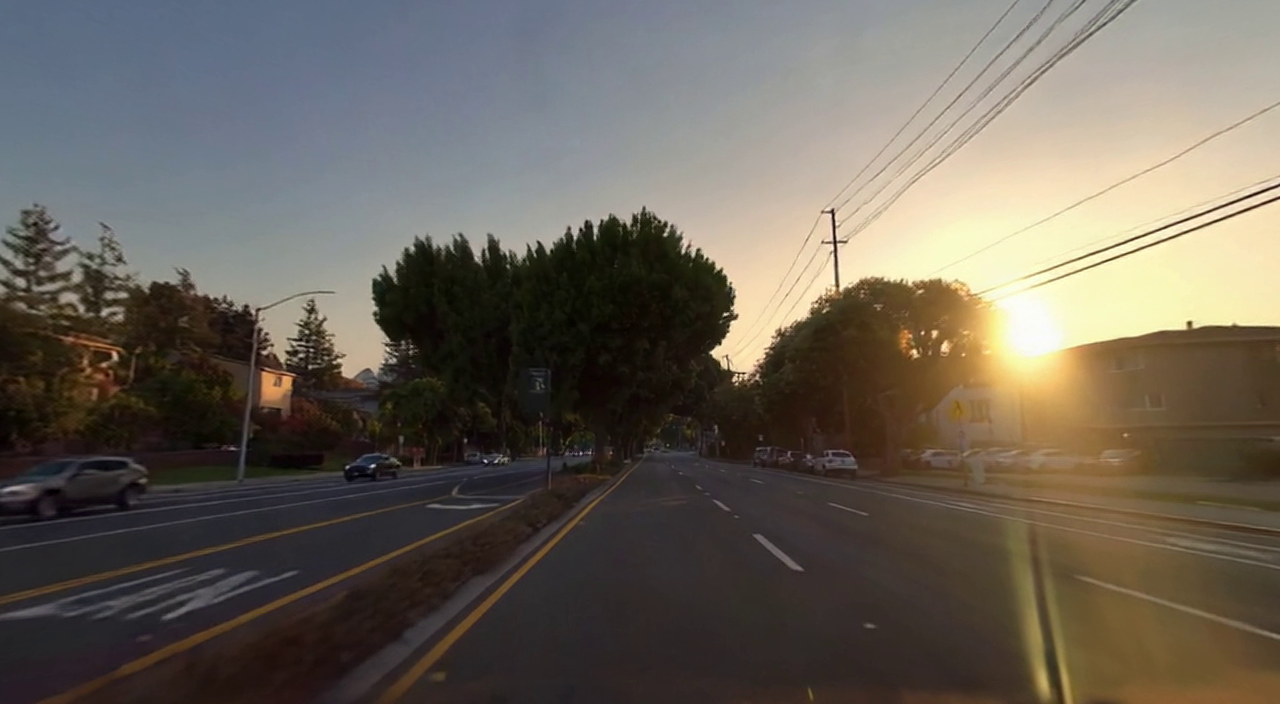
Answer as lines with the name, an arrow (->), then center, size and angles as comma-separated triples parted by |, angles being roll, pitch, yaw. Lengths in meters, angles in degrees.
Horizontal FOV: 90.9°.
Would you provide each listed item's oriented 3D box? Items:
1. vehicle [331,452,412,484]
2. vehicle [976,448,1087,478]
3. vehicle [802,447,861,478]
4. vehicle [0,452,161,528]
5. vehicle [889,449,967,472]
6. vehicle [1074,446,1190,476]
vehicle -> -13.767, 5.944, 32.631 | 2.047, 1.467, 4.611 | 0, -8, 1
vehicle -> 20.694, 5.869, 33.447 | 4.664, 1.504, 1.816 | 0, -8, 1
vehicle -> 12.174, 7.043, 40.443 | 2.182, 1.768, 4.904 | 0, -8, 0
vehicle -> -13.978, 3.118, 14.682 | 1.902, 1.470, 4.678 | 0, -8, 1
vehicle -> 19.969, 7.517, 43.873 | 4.643, 1.520, 1.894 | -3, -8, 18
vehicle -> 25.610, 5.706, 32.922 | 4.368, 1.394, 1.983 | 1, -10, 1
